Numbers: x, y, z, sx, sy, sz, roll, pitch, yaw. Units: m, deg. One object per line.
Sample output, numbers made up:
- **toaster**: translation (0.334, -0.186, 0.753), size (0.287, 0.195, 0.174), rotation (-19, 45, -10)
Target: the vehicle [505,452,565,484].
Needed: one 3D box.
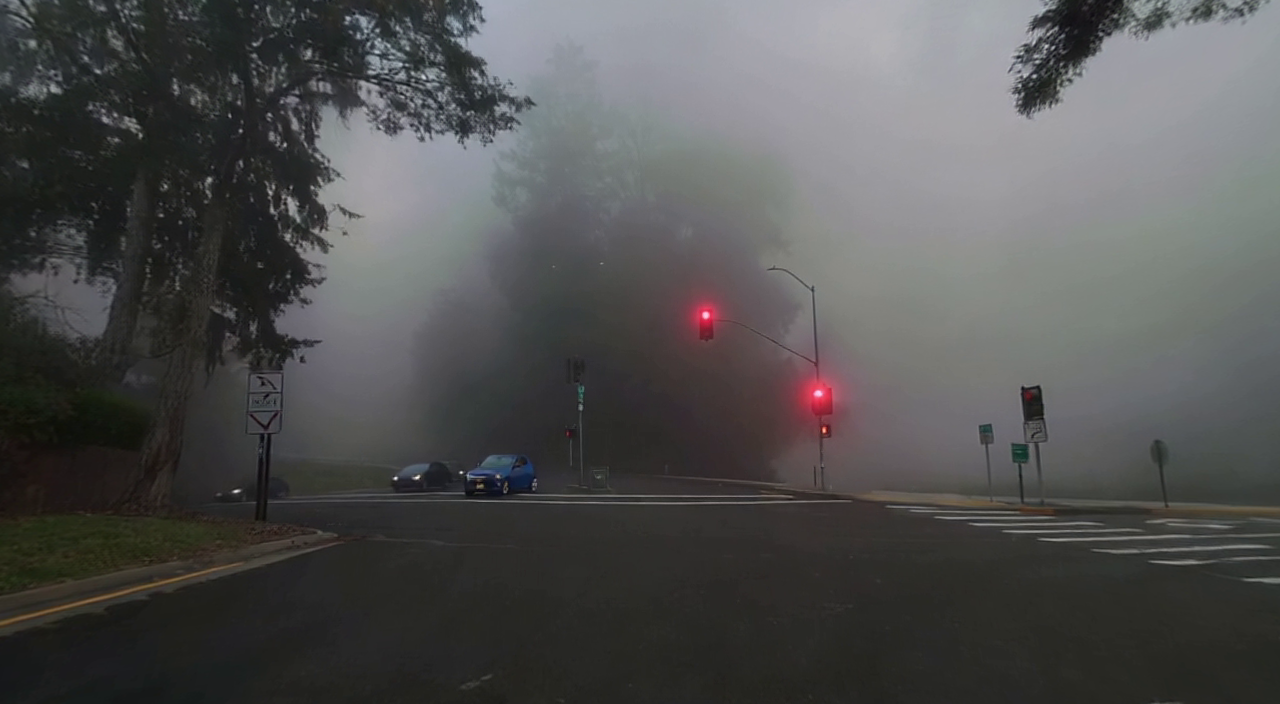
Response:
- **vehicle**: translation (-5.237, 5.850, 32.085), size (2.107, 1.456, 4.728), rotation (0, -8, 1)

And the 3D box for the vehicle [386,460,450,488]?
- **vehicle**: translation (-15.882, 8.759, 45.406), size (2.050, 1.755, 5.135), rotation (-2, -9, 9)

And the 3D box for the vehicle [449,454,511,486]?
- **vehicle**: translation (-8.043, 5.975, 32.088), size (1.960, 1.433, 4.213), rotation (0, -8, 1)

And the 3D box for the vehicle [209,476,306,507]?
- **vehicle**: translation (-22.650, 8.219, 37.427), size (4.491, 1.500, 2.029), rotation (8, -12, -43)
